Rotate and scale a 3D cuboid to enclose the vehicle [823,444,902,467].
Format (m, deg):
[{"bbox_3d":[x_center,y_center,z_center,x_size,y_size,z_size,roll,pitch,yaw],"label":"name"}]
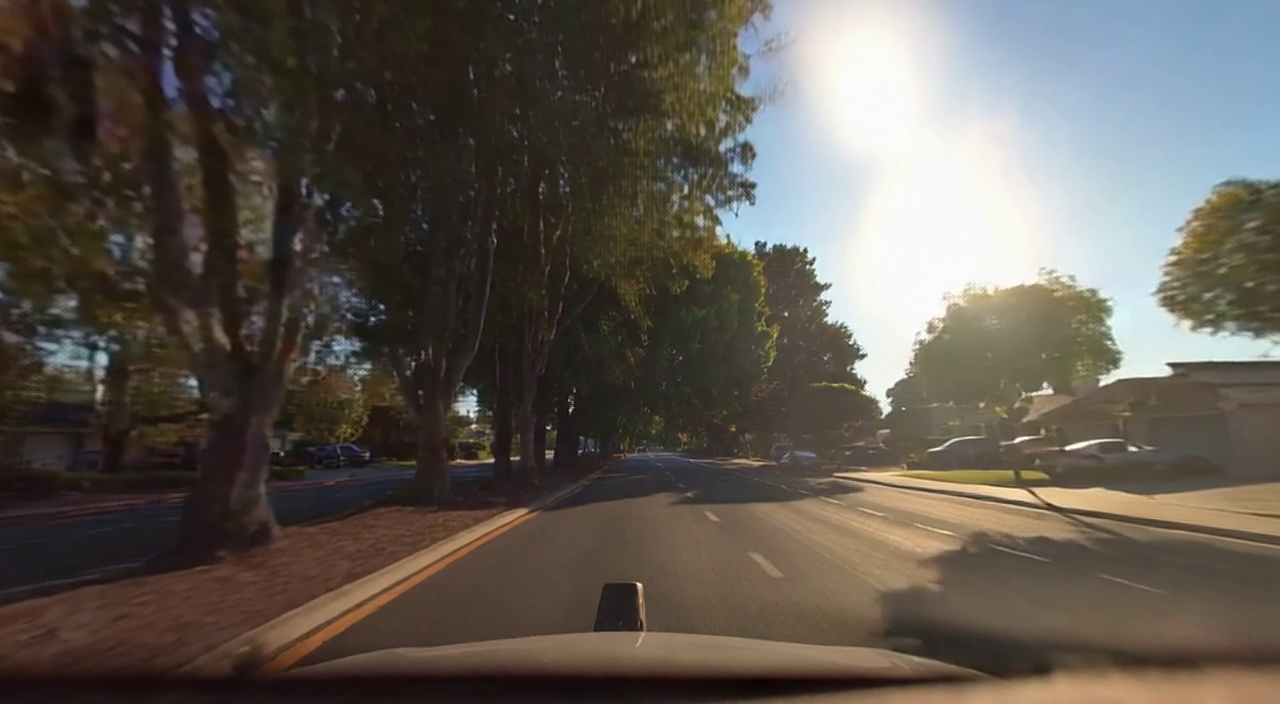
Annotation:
[{"bbox_3d":[15.259,7.101,43.287,4.644,1.542,2.095,0,-9,1],"label":"vehicle"}]

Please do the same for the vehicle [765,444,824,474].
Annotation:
[{"bbox_3d":[8.359,5.826,34.491,1.940,1.516,4.319,1,-9,-3],"label":"vehicle"}]
